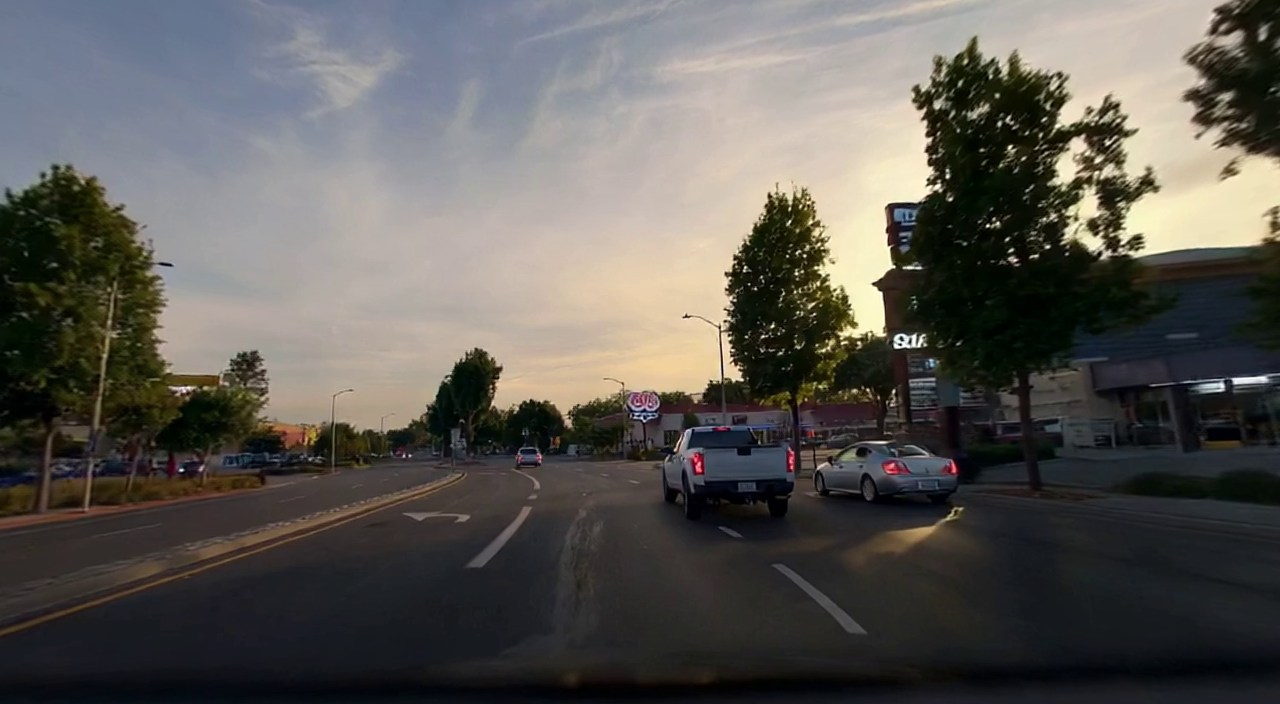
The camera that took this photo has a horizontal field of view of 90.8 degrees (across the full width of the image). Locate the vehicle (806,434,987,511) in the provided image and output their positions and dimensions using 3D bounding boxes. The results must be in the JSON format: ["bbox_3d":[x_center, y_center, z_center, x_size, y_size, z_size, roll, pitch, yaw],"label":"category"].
[{"bbox_3d":[5.576,2.672,14.460,1.986,1.480,4.296,1,-9,-6],"label":"vehicle"}]

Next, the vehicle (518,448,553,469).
[{"bbox_3d":[-8.143,8.241,48.997,2.126,1.496,4.073,3,-9,-16],"label":"vehicle"}]

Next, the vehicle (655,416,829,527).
[{"bbox_3d":[1.709,2.296,12.677,2.214,1.749,4.998,1,-9,-6],"label":"vehicle"}]
